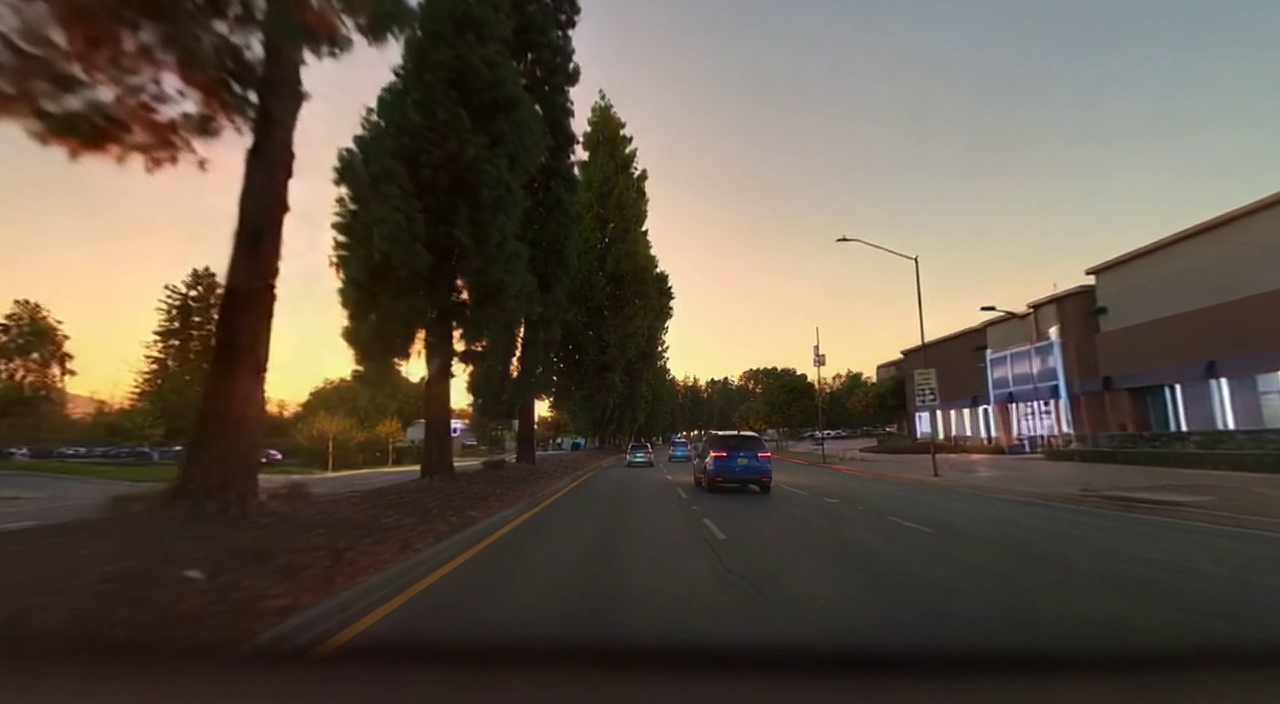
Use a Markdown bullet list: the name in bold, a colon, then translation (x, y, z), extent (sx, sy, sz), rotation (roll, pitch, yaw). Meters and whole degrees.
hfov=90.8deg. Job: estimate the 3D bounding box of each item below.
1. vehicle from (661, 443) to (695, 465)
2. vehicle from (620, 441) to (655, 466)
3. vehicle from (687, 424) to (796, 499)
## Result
- **vehicle**: translation (2.508, 6.856, 42.785), extent (1.970, 1.402, 3.756), rotation (0, -8, -2)
- **vehicle**: translation (-0.178, 6.270, 39.081), extent (2.056, 1.440, 3.798), rotation (0, -8, -1)
- **vehicle**: translation (2.654, 3.016, 17.788), extent (2.140, 1.811, 4.593), rotation (0, -8, -2)
